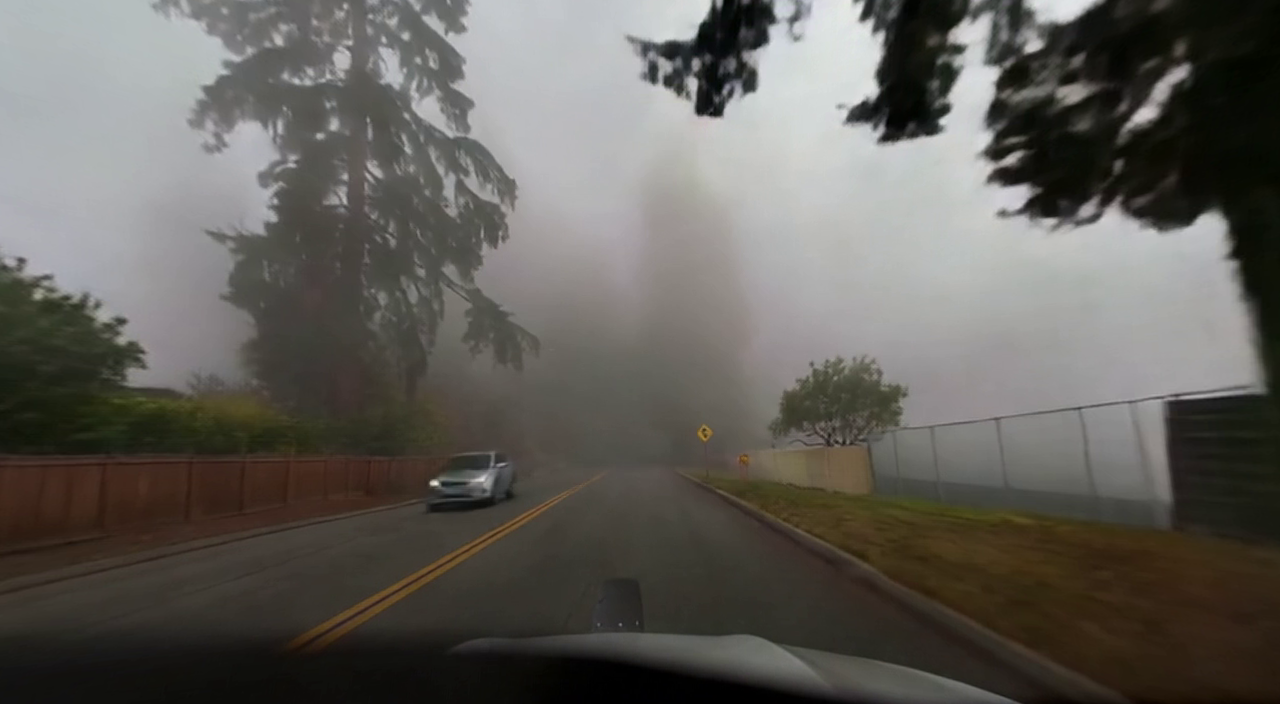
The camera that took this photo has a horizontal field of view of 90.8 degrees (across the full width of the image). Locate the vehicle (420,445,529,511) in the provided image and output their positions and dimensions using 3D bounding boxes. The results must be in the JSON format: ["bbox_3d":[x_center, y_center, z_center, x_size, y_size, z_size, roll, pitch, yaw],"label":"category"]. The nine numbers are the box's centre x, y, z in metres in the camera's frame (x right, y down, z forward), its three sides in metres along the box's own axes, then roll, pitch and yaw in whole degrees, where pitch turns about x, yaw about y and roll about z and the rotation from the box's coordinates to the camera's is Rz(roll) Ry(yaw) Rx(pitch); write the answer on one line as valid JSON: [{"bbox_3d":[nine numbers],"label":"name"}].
[{"bbox_3d":[-4.775,3.680,18.982,2.087,1.693,4.343,-1,-9,0],"label":"vehicle"}]
